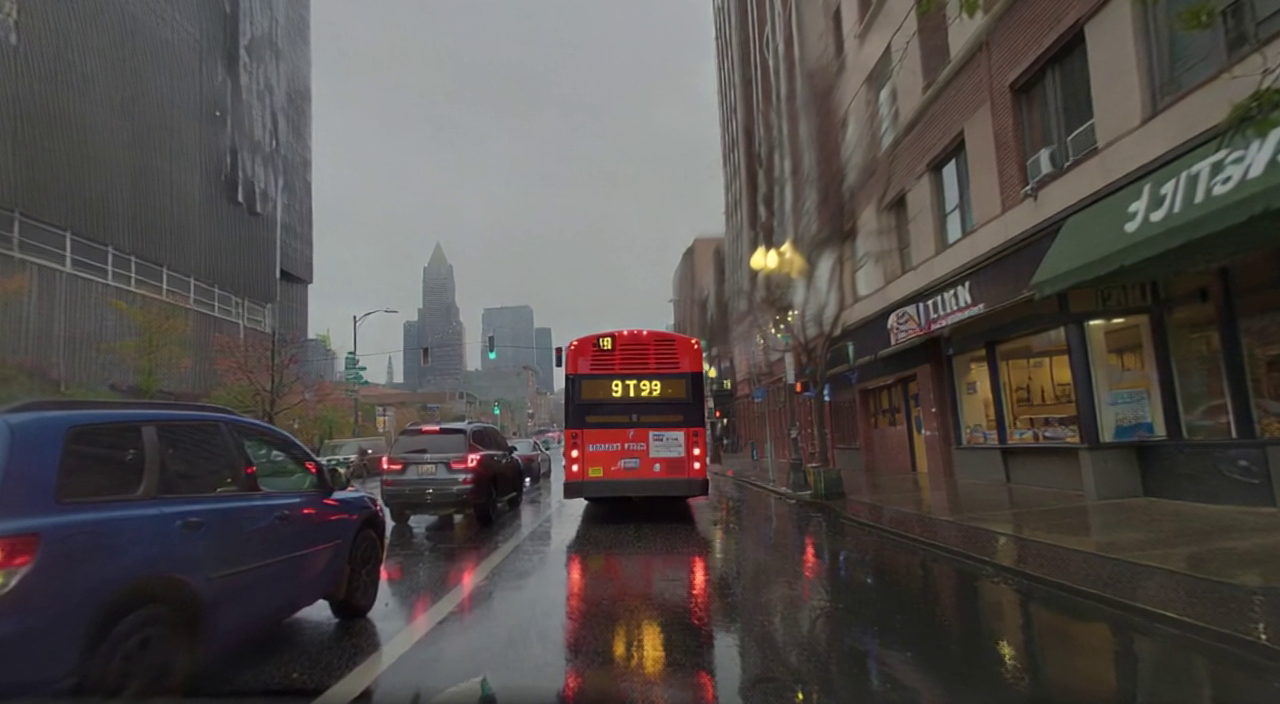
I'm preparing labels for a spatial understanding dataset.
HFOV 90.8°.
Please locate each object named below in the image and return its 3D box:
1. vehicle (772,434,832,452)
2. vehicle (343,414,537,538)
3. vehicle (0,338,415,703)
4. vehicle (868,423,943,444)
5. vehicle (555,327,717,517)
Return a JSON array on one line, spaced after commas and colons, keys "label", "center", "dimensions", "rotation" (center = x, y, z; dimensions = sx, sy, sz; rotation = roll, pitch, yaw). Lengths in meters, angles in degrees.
[{"label": "vehicle", "center": [11.914, 6.737, 46.657], "dimensions": [3.949, 1.337, 1.738], "rotation": [0, -9, -3]}, {"label": "vehicle", "center": [-3.353, 2.201, 11.800], "dimensions": [2.096, 1.828, 4.669], "rotation": [0, -8, 0]}, {"label": "vehicle", "center": [-3.224, 1.089, 3.950], "dimensions": [2.020, 1.725, 4.384], "rotation": [0, -8, 0]}, {"label": "vehicle", "center": [19.787, 6.108, 47.203], "dimensions": [4.827, 1.555, 1.863], "rotation": [1, -9, -6]}, {"label": "vehicle", "center": [-0.316, 1.993, 16.577], "dimensions": [2.938, 3.468, 9.972], "rotation": [0, -9, -3]}]
